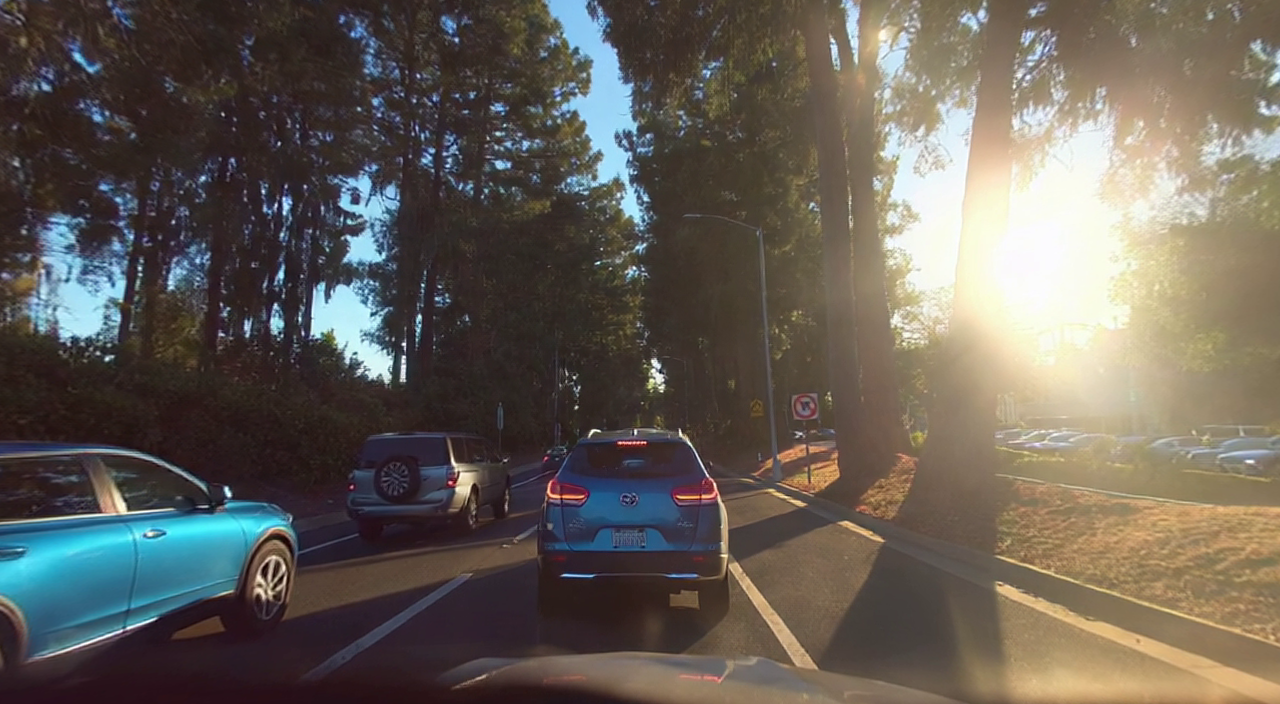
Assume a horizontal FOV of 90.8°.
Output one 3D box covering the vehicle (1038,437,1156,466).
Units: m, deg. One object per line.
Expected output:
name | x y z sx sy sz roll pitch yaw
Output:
vehicle | 28.464 6.207 39.457 5.955 1.702 2.166 1 -8 -6

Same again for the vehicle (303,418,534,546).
vehicle | -3.446 2.125 11.053 2.188 1.745 4.618 0 -8 2

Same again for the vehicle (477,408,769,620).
vehicle | -0.036 1.521 6.842 2.229 1.591 3.897 -1 -8 3

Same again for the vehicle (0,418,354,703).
vehicle | -3.711 1.159 3.647 1.922 1.464 4.424 0 -8 2
